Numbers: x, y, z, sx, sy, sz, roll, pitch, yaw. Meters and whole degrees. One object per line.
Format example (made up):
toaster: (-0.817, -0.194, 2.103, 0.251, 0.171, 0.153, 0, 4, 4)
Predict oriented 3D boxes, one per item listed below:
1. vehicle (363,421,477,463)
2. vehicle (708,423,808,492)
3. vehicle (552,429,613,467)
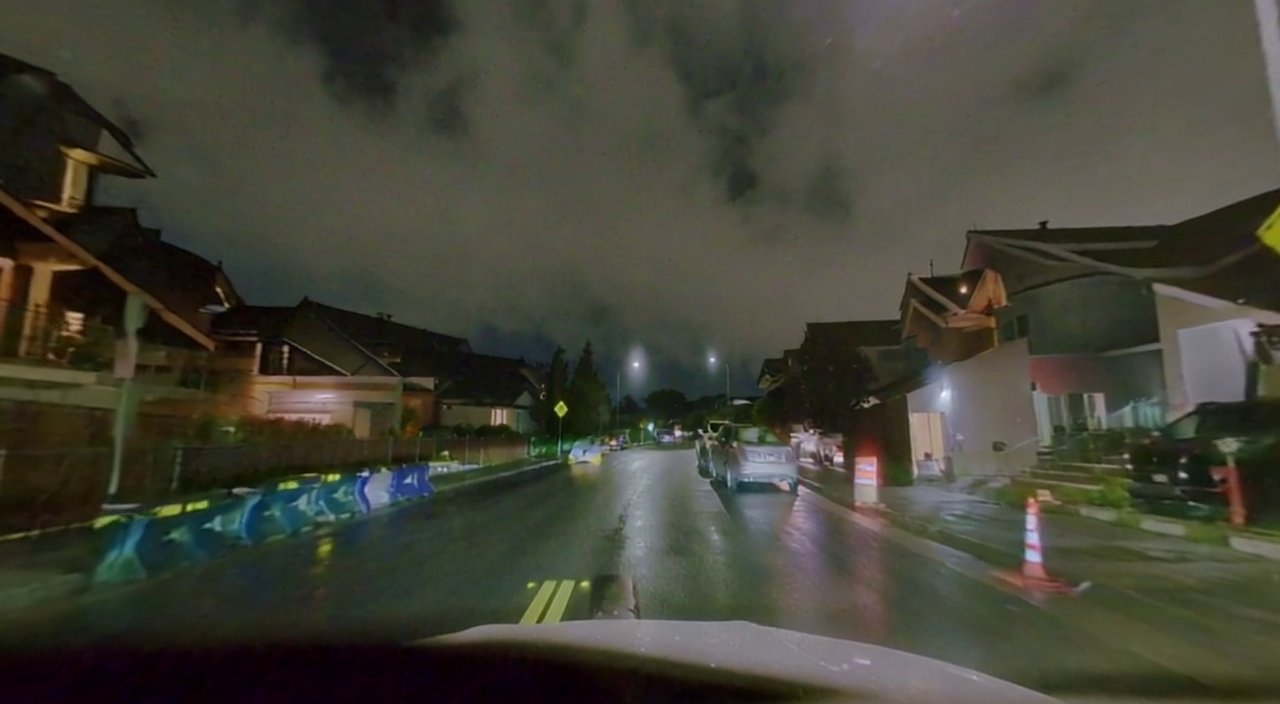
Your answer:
vehicle: (-9.720, 3.994, 28.070, 4.205, 1.745, 2.121, -1, -8, 5)
vehicle: (2.823, 2.604, 15.966, 1.998, 1.494, 3.927, -1, -8, 3)
vehicle: (-2.391, 4.117, 27.364, 1.972, 1.499, 4.191, -1, -8, 4)
